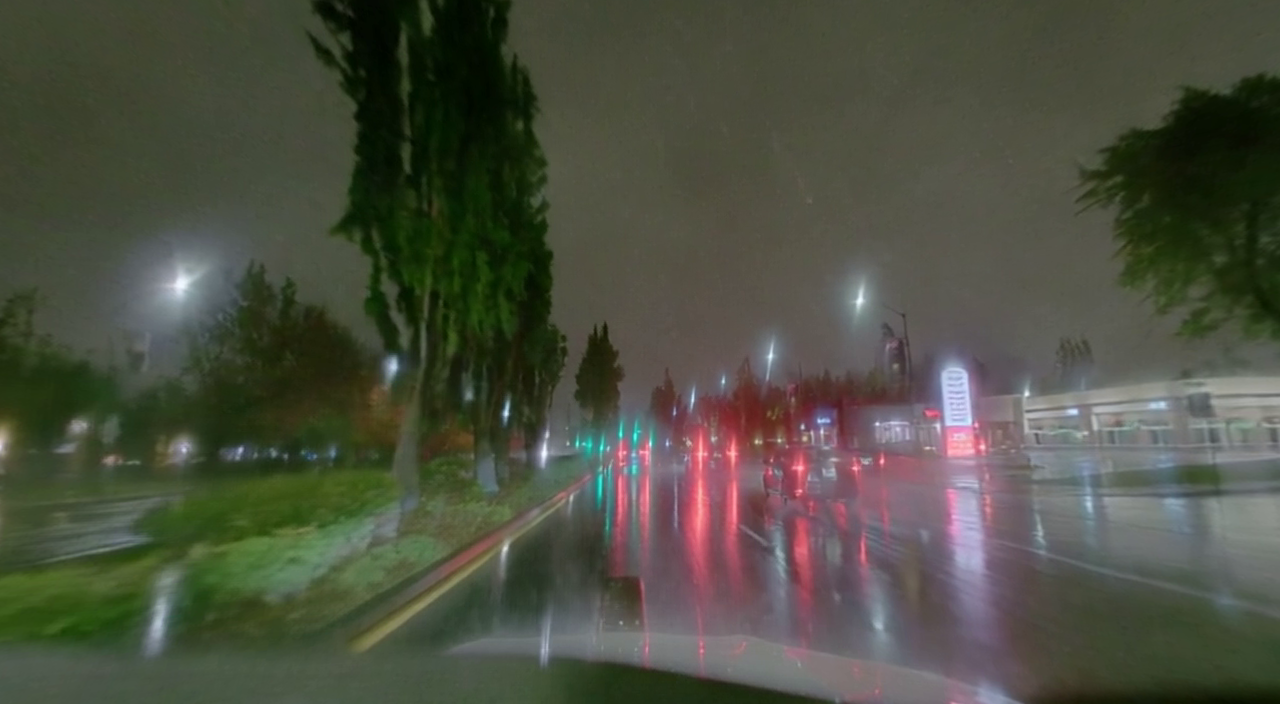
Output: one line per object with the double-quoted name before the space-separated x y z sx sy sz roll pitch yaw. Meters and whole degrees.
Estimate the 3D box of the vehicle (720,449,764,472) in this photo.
"vehicle" 6.531 6.976 40.969 2.068 1.393 3.874 0 -8 -3

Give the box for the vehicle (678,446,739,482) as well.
"vehicle" 2.983 5.008 28.584 2.057 1.491 4.675 0 -8 -2

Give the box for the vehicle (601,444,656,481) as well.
"vehicle" -0.535 4.853 28.018 2.242 1.474 4.127 0 -8 -2
